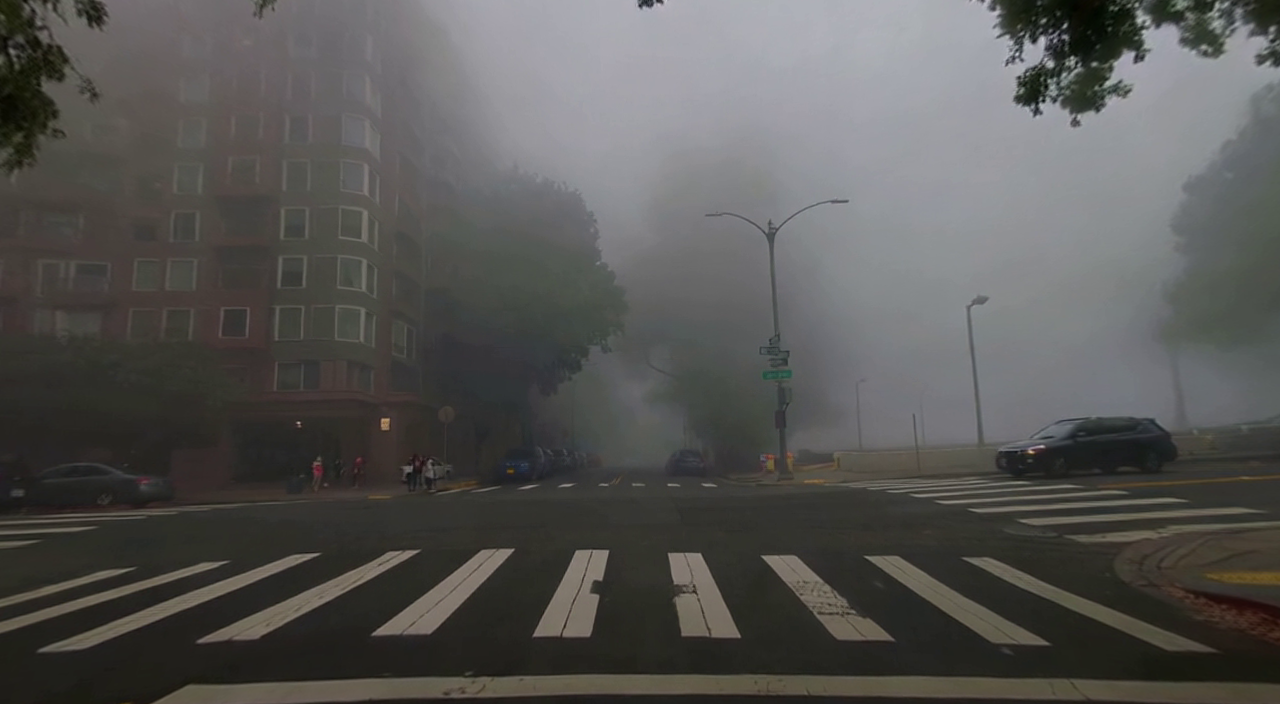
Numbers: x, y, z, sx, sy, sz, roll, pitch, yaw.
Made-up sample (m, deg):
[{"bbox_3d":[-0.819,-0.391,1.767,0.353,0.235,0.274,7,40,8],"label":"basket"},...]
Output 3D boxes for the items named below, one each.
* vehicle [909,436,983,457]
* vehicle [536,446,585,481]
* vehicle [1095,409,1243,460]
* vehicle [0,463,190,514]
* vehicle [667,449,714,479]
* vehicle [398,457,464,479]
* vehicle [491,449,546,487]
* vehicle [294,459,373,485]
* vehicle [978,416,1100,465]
[{"bbox_3d":[23.006,7.136,47.605,4.528,1.475,2.070,0,-8,3],"label":"vehicle"},{"bbox_3d":[-4.522,6.432,36.549,2.102,1.768,4.290,-3,-10,2],"label":"vehicle"},{"bbox_3d":[22.299,3.550,26.984,2.137,1.962,4.988,-1,-8,3],"label":"vehicle"},{"bbox_3d":[-17.320,4.321,20.193,4.439,1.448,1.793,0,-9,0],"label":"vehicle"},{"bbox_3d":[2.841,6.445,36.560,1.942,1.603,3.785,2,-9,-8],"label":"vehicle"},{"bbox_3d":[-15.476,8.647,46.985,4.203,1.544,1.889,-1,-8,4],"label":"vehicle"},{"bbox_3d":[-7.624,7.286,40.076,2.193,1.814,5.061,-9,-8,0],"label":"vehicle"},{"bbox_3d":[-22.940,8.965,47.335,4.844,1.836,2.117,-2,-8,7],"label":"vehicle"},{"bbox_3d":[16.738,3.808,26.836,2.041,1.921,4.574,0,-9,-2],"label":"vehicle"}]
